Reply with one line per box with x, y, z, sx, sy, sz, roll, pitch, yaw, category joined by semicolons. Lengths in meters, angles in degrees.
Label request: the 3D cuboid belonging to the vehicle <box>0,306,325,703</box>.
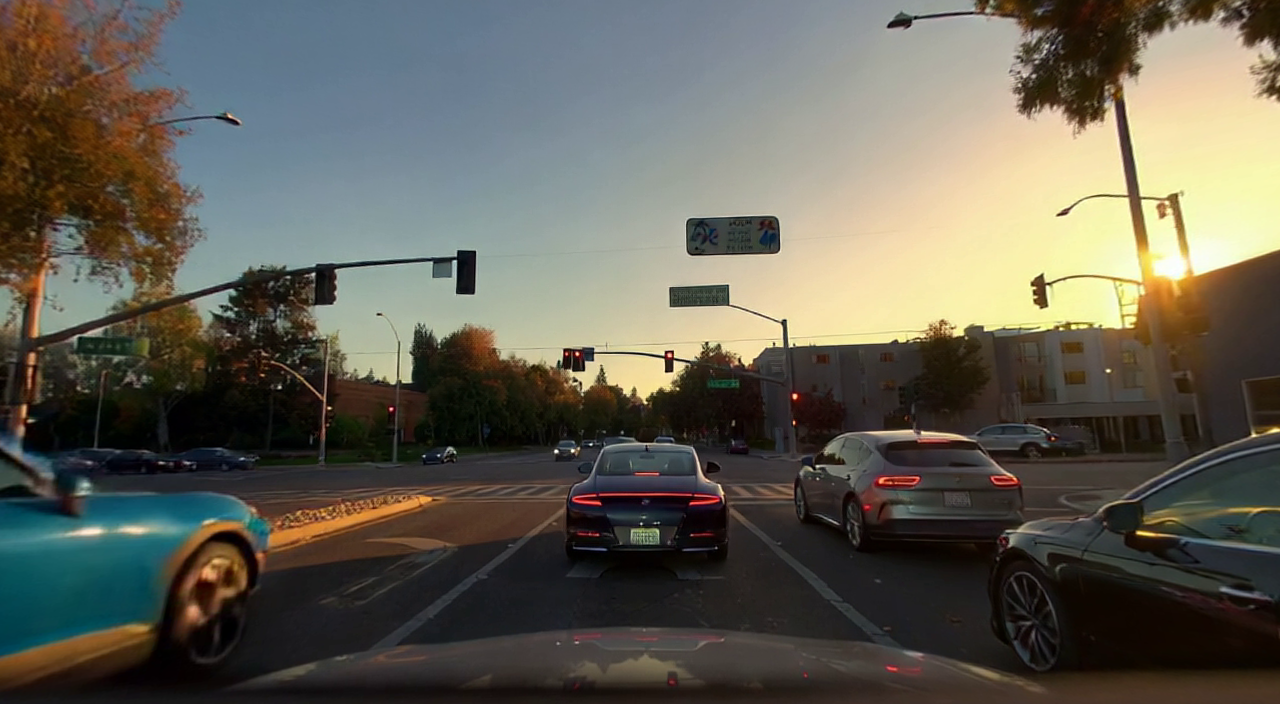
-3.298;0.697;1.949;2.061;1.781;4.842;0;-8;1;vehicle

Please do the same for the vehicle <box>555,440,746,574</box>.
0.120;1.871;8.396;1.945;1.343;3.827;0;-8;0;vehicle

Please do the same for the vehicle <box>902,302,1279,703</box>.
3.099;0.808;2.532;2.143;1.759;4.531;0;-8;0;vehicle
